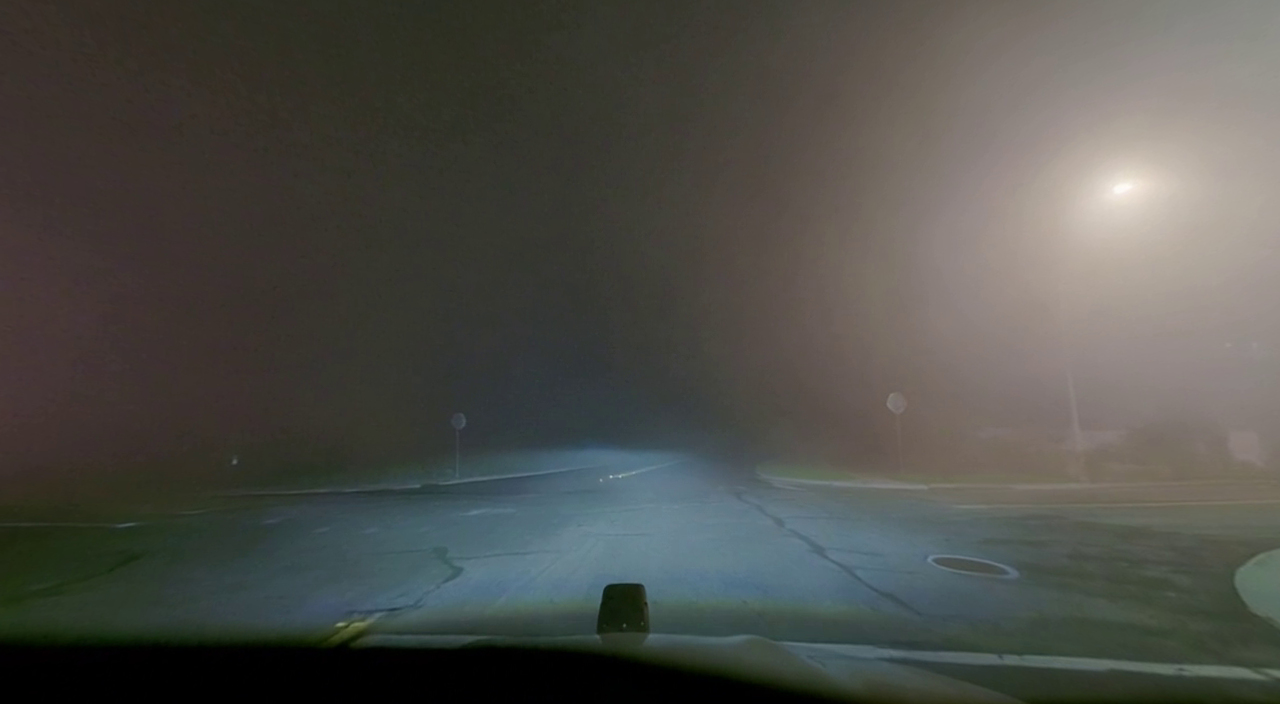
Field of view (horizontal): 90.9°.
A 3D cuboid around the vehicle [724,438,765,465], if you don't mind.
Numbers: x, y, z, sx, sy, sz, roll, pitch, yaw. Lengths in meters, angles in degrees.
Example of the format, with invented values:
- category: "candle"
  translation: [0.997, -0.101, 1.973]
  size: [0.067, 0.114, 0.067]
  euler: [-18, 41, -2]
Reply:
- category: "vehicle"
  translation: [8.163, 7.651, 48.774]
  size: [2.258, 1.947, 4.762]
  euler: [-3, -9, 20]
